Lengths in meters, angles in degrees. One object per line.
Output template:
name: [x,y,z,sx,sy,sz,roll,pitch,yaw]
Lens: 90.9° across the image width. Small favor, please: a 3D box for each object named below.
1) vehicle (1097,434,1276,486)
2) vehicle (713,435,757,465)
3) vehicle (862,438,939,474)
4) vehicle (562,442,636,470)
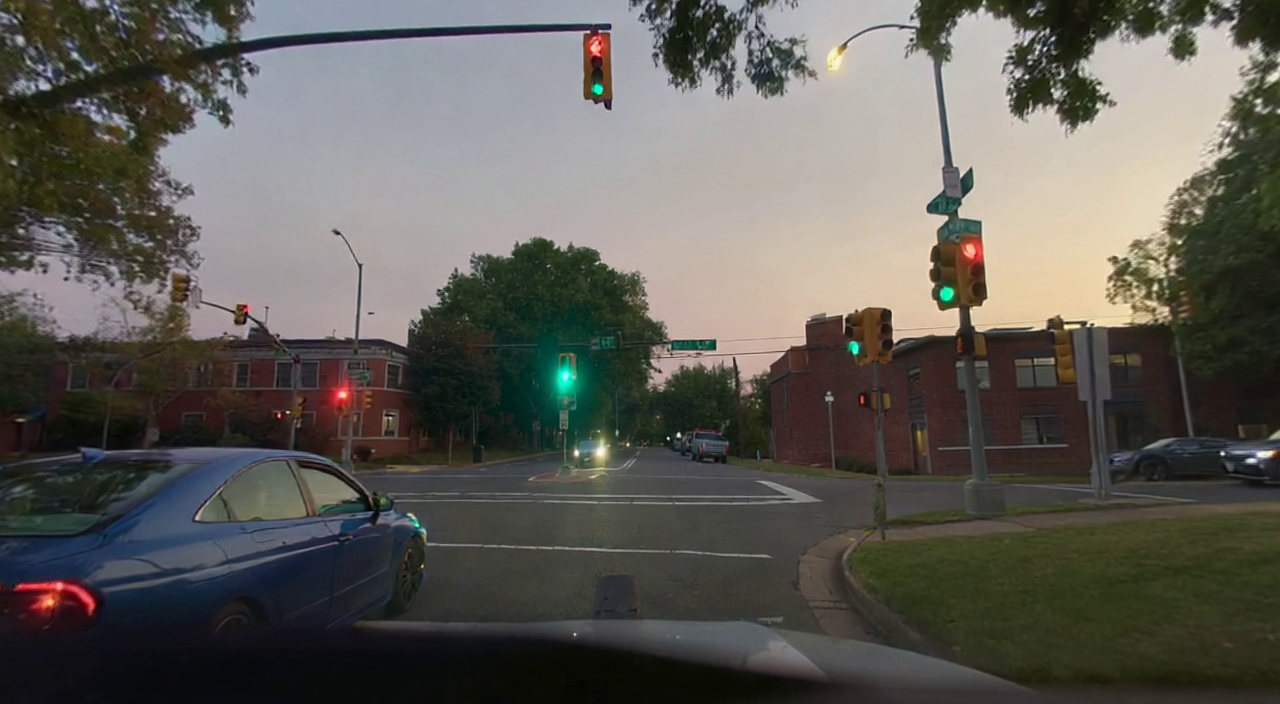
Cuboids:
vehicle: [16.794,3.321,19.524,3.876,1.512,1.784,0,-8,-1]
vehicle: [6.933,7.136,46.165,1.491,2.041,2.964,6,-9,-35]
vehicle: [12.389,5.039,30.269,1.922,1.529,3.964,0,-12,-1]
vehicle: [-2.447,6.152,37.557,3.991,1.526,1.868,-4,-9,30]
